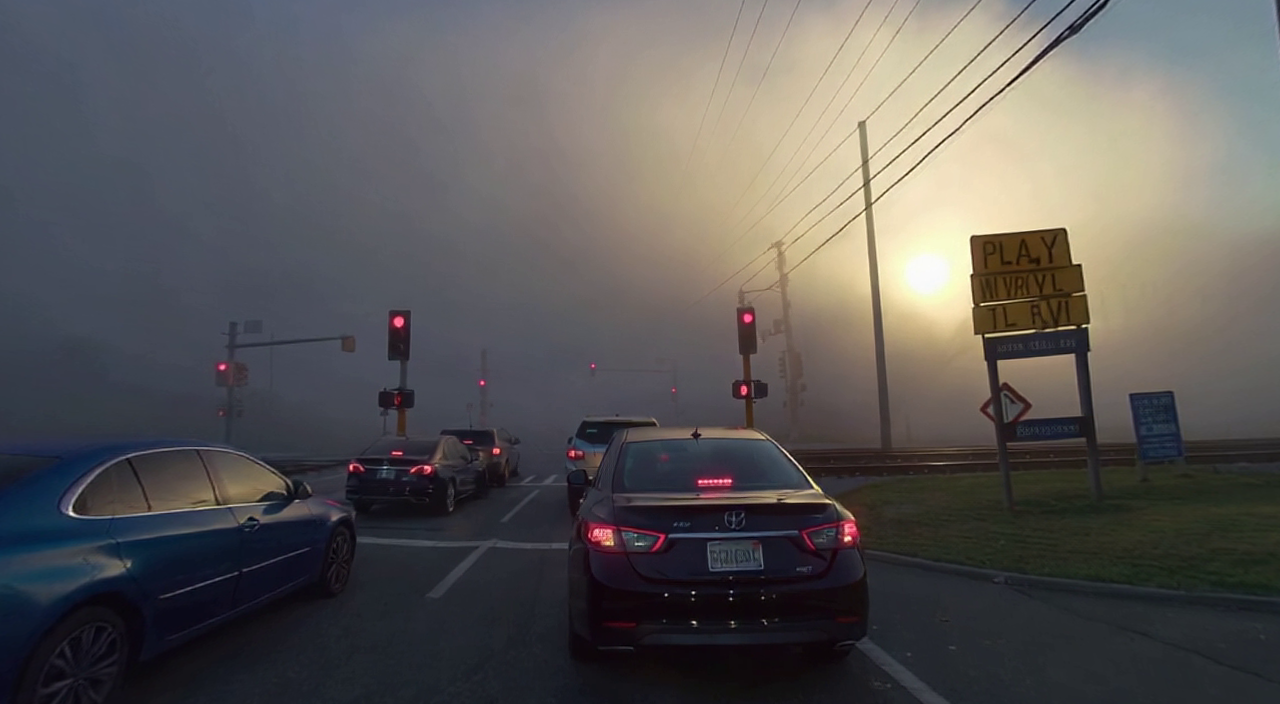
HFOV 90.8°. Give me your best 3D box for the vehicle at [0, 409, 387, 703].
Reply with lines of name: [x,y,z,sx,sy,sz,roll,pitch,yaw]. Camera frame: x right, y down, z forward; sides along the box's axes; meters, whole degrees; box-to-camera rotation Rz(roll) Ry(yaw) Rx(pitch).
vehicle: [-3.709,1.249,4.453,1.956,1.468,4.585,0,-9,0]

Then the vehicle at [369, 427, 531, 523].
vehicle: [-3.359,2.258,12.080,1.984,1.505,3.982,0,-9,-2]

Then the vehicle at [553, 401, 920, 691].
vehicle: [0.410,1.333,5.464,1.998,1.529,3.960,1,-9,-4]
